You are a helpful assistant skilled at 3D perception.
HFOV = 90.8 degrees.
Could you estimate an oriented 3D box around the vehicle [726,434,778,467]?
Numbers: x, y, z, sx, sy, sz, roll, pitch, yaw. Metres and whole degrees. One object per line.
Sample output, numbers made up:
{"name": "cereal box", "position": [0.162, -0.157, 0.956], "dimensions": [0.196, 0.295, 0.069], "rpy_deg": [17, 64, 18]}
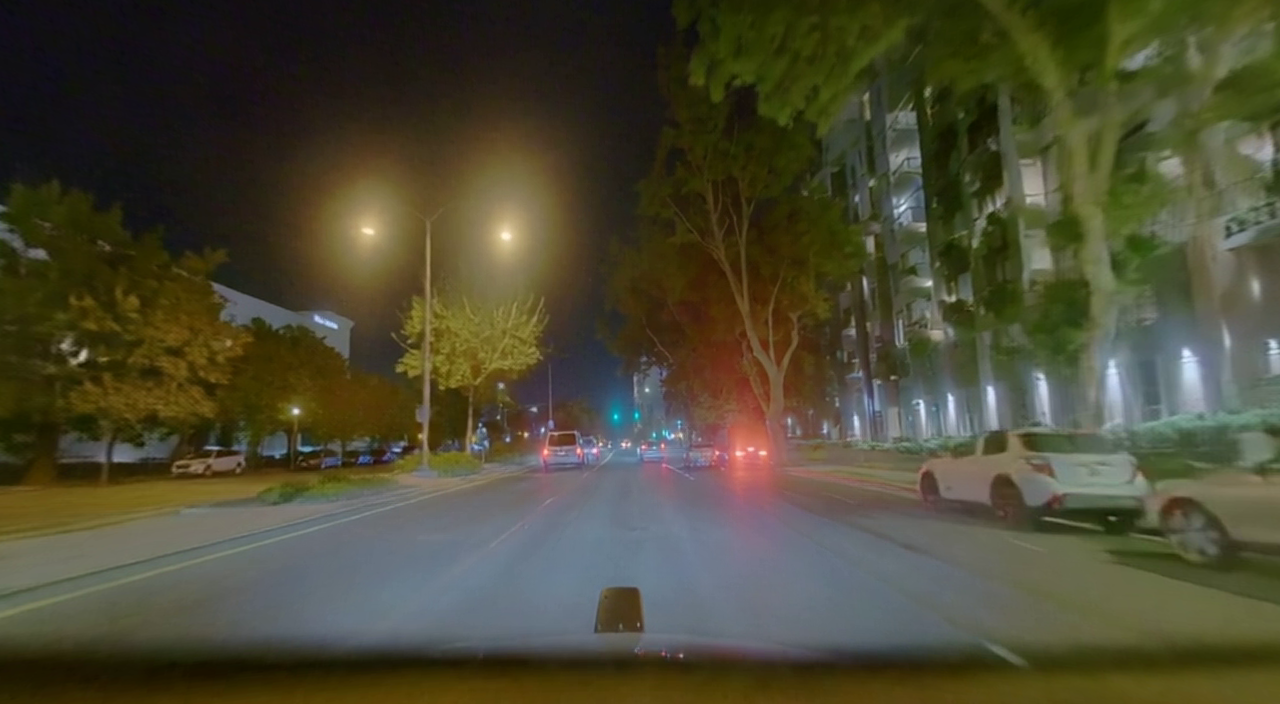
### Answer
{"name": "vehicle", "position": [6.314, 5.619, 36.071], "dimensions": [2.164, 1.727, 3.955], "rpy_deg": [0, -8, -1]}

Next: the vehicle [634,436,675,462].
{"name": "vehicle", "position": [0.876, 6.233, 40.673], "dimensions": [2.201, 1.589, 3.843], "rpy_deg": [0, -8, -5]}

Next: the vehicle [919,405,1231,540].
{"name": "vehicle", "position": [6.984, 1.981, 10.948], "dimensions": [2.216, 1.847, 4.321], "rpy_deg": [0, -8, -1]}

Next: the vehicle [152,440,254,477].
{"name": "vehicle", "position": [-22.284, 5.427, 32.492], "dimensions": [1.996, 1.767, 4.613], "rpy_deg": [0, -8, -1]}

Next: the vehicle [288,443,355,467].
{"name": "vehicle", "position": [-22.460, 7.286, 44.758], "dimensions": [2.111, 1.554, 5.163], "rpy_deg": [0, -8, -1]}

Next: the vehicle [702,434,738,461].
{"name": "vehicle", "position": [5.921, 7.157, 47.460], "dimensions": [1.997, 1.943, 4.409], "rpy_deg": [0, -8, -1]}

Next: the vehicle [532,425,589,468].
{"name": "vehicle", "position": [-3.842, 4.715, 31.479], "dimensions": [2.223, 1.957, 4.845], "rpy_deg": [0, -8, 0]}
